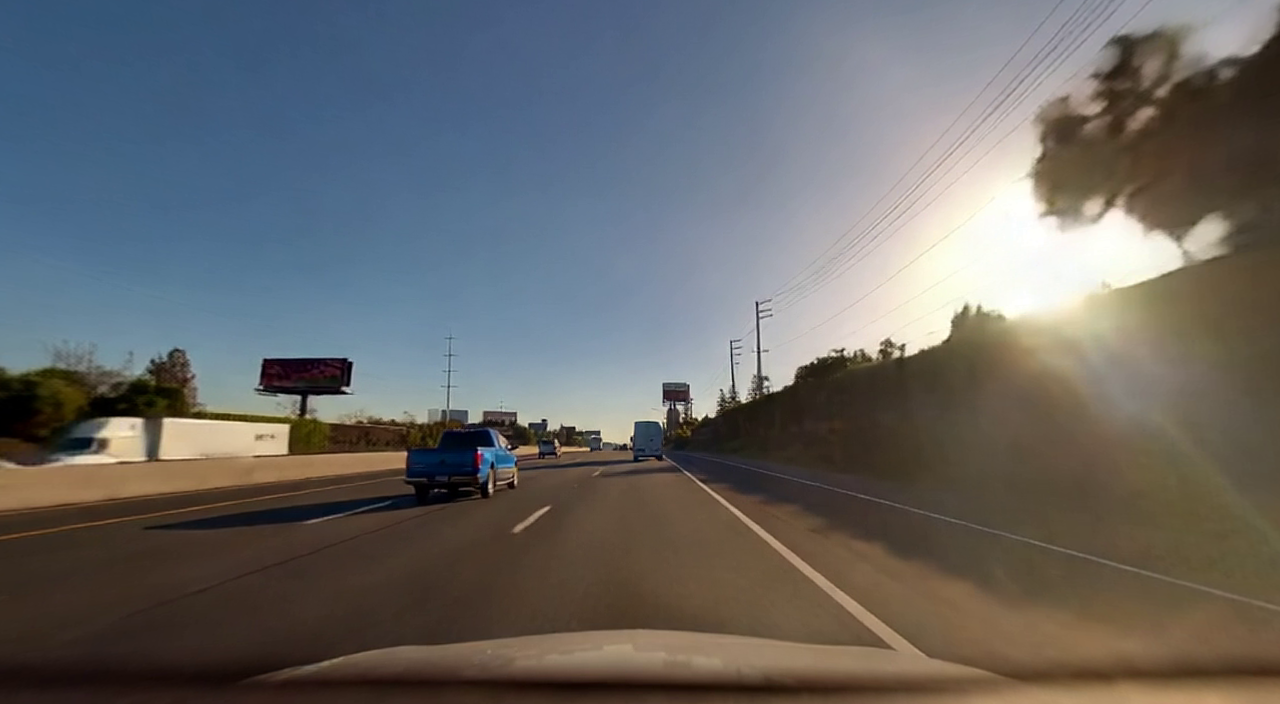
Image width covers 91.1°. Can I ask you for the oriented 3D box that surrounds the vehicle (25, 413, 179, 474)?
[{"bbox_3d":[-36.417,6.215,43.084,3.036,3.726,8.384,0,-8,0],"label":"vehicle"}]

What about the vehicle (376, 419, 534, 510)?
[{"bbox_3d":[-3.960,2.495,14.471,2.145,1.730,4.729,-1,-8,1],"label":"vehicle"}]

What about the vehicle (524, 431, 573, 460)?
[{"bbox_3d":[-6.999,7.261,49.067,2.695,2.084,6.836,-1,-8,1],"label":"vehicle"}]

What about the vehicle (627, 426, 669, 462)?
[{"bbox_3d":[0.534,6.358,43.570,2.692,2.279,5.695,0,-8,0],"label":"vehicle"}]
